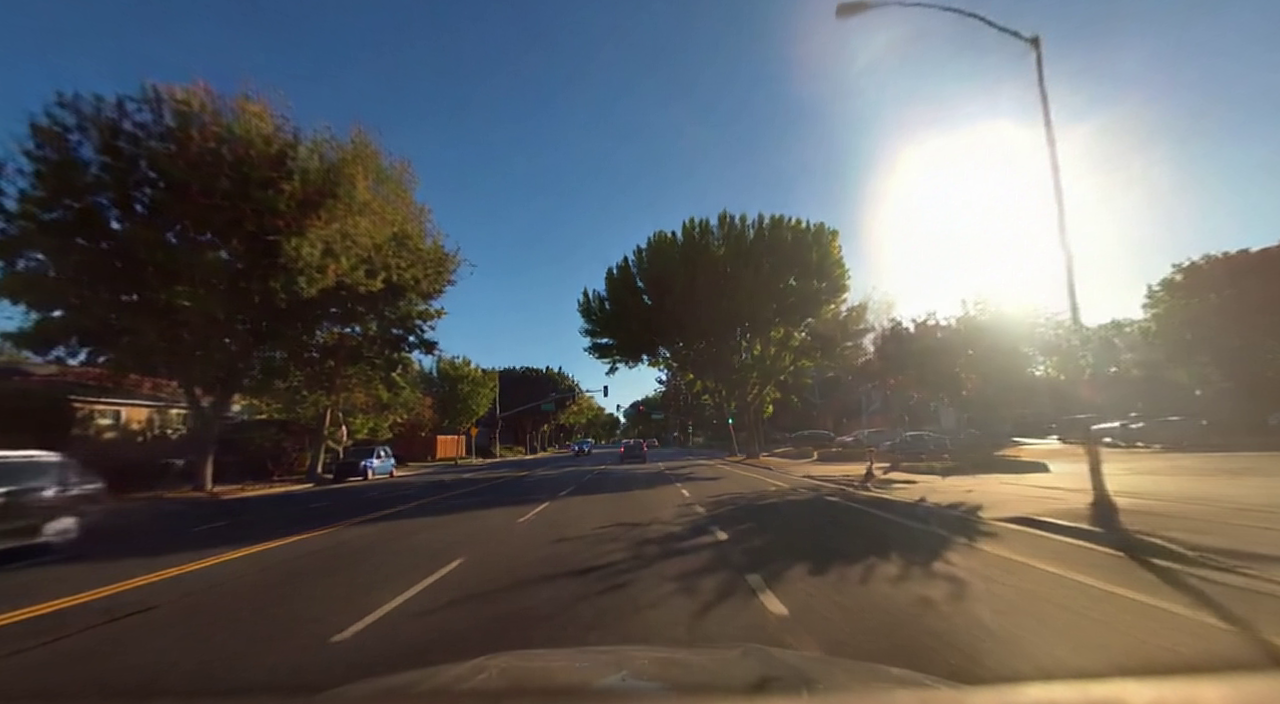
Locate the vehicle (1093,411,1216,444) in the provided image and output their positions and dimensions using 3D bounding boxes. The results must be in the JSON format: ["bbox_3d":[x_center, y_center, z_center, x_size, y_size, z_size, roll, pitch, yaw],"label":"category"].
[{"bbox_3d":[27.490,4.072,33.857,4.736,1.646,2.037,0,-9,0],"label":"vehicle"}]

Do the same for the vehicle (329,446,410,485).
[{"bbox_3d":[-13.078,5.488,30.899,1.957,1.754,4.393,0,-9,1],"label":"vehicle"}]

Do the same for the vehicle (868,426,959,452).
[{"bbox_3d":[16.638,5.341,38.587,4.658,1.495,1.978,0,-9,-2],"label":"vehicle"}]

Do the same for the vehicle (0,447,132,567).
[{"bbox_3d":[-9.785,2.151,8.765,1.945,1.629,4.197,0,-9,0],"label":"vehicle"}]

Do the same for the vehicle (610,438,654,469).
[{"bbox_3d":[-0.420,5.214,32.638,2.104,1.462,3.991,0,-9,-1],"label":"vehicle"}]
